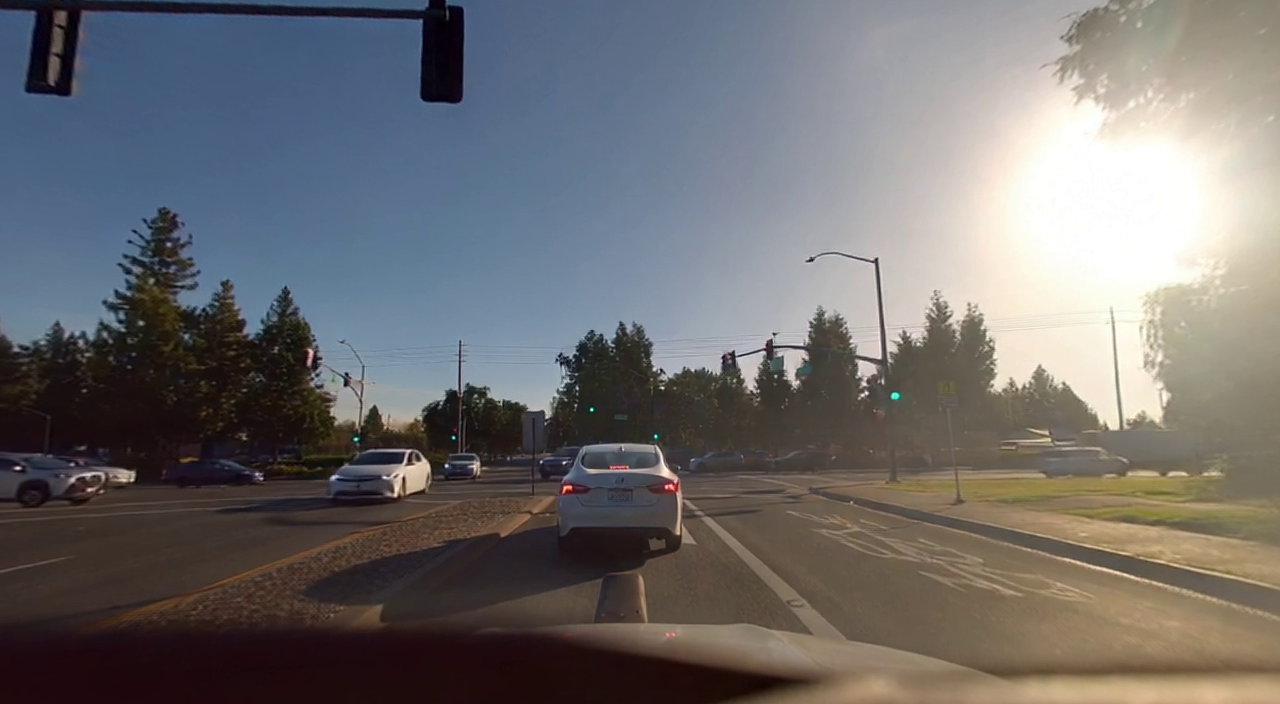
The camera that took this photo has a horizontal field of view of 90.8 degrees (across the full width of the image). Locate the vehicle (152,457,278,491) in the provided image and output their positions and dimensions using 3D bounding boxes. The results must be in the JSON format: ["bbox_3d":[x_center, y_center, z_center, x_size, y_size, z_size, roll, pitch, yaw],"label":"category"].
[{"bbox_3d":[-20.039,5.768,30.004,4.548,1.449,1.802,2,-9,-13],"label":"vehicle"}]

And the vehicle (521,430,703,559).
[{"bbox_3d":[-0.353,1.980,9.554,2.112,1.479,4.264,0,-8,-1],"label":"vehicle"}]

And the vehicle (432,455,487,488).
[{"bbox_3d":[-9.413,6.241,33.352,2.078,1.534,4.646,1,-9,-7],"label":"vehicle"}]

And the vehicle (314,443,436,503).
[{"bbox_3d":[-7.361,3.371,18.107,2.073,1.459,4.495,1,-9,-8],"label":"vehicle"}]

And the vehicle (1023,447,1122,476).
[{"bbox_3d":[23.547,5.932,34.390,4.601,1.485,1.929,3,-9,-18],"label":"vehicle"}]

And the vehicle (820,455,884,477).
[{"bbox_3d":[16.532,8.867,49.331,4.337,1.637,1.860,2,-9,-16],"label":"vehicle"}]

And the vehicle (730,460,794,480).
[{"bbox_3d":[9.105,8.807,47.320,4.254,1.359,1.895,2,-9,-15],"label":"vehicle"}]
